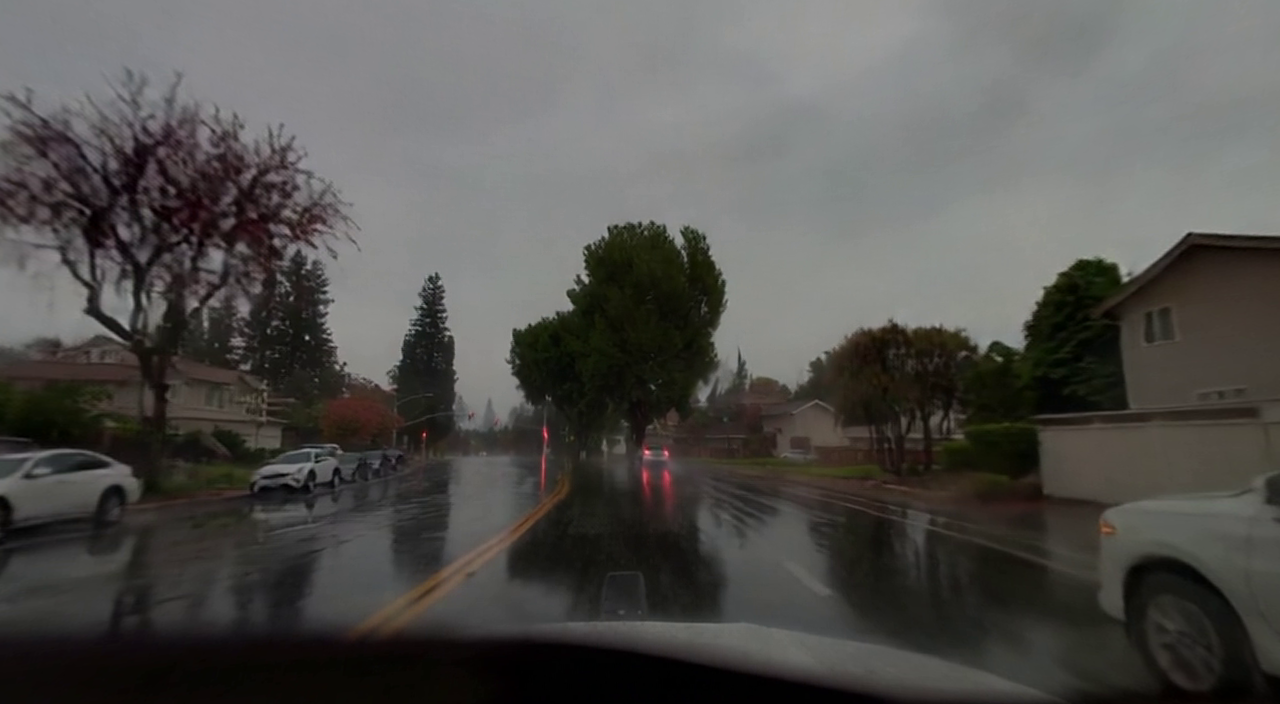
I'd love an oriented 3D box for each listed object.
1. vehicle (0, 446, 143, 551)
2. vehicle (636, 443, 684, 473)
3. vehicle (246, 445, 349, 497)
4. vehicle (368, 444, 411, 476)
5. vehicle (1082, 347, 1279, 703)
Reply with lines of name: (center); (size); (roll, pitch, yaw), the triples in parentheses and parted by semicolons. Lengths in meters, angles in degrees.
vehicle: (-12.071, 2.669, 11.828); (2.032, 1.773, 4.471); (0, -8, -3)
vehicle: (1.077, 6.154, 36.961); (1.951, 1.620, 4.582); (1, -9, -9)
vehicle: (-13.382, 4.624, 25.075); (2.146, 1.806, 4.733); (1, -9, -10)
vehicle: (-16.663, 7.166, 42.309); (1.993, 1.801, 5.201); (-1, -8, -14)
vehicle: (3.948, 0.692, 1.465); (2.081, 1.828, 5.138); (0, -9, 0)
